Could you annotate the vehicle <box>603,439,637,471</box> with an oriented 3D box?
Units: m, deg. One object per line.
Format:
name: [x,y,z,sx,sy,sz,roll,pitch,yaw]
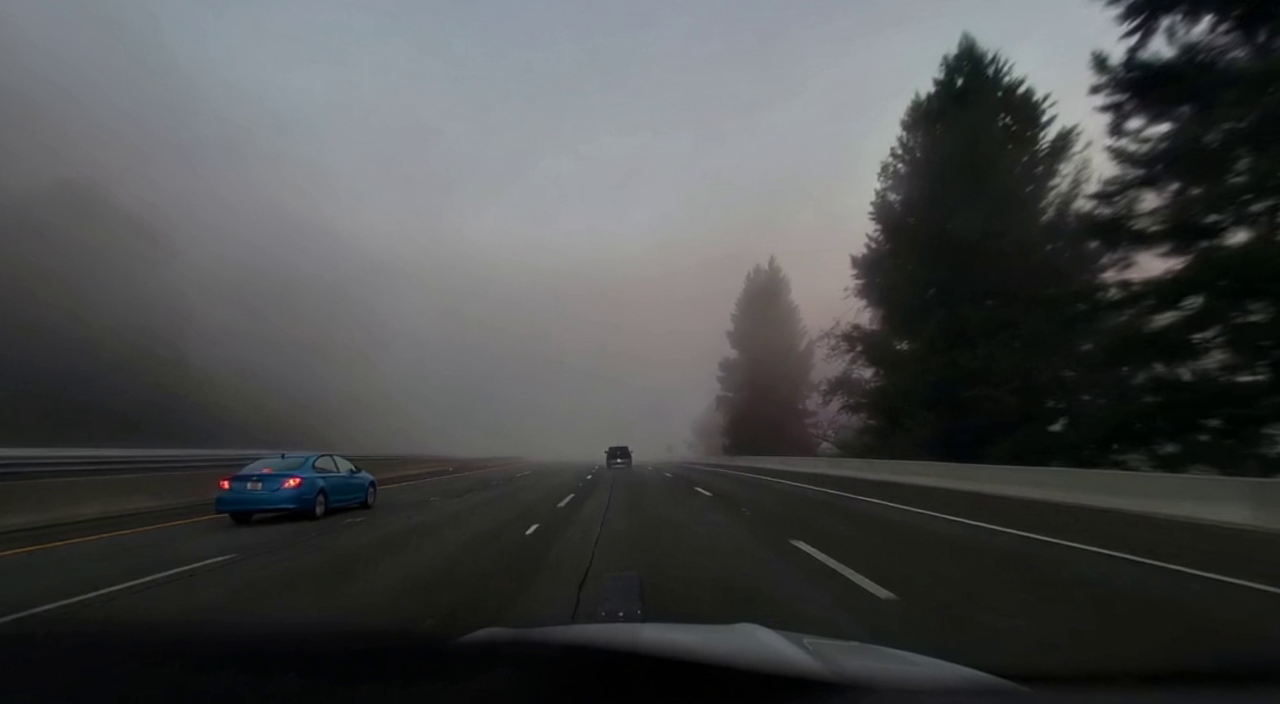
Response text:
vehicle: [-1.290,6.391,39.451,1.990,1.878,4.079,0,-9,-3]

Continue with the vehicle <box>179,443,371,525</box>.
vehicle: [-7.557,2.730,13.616,1.915,1.479,3.843,0,-9,-2]
